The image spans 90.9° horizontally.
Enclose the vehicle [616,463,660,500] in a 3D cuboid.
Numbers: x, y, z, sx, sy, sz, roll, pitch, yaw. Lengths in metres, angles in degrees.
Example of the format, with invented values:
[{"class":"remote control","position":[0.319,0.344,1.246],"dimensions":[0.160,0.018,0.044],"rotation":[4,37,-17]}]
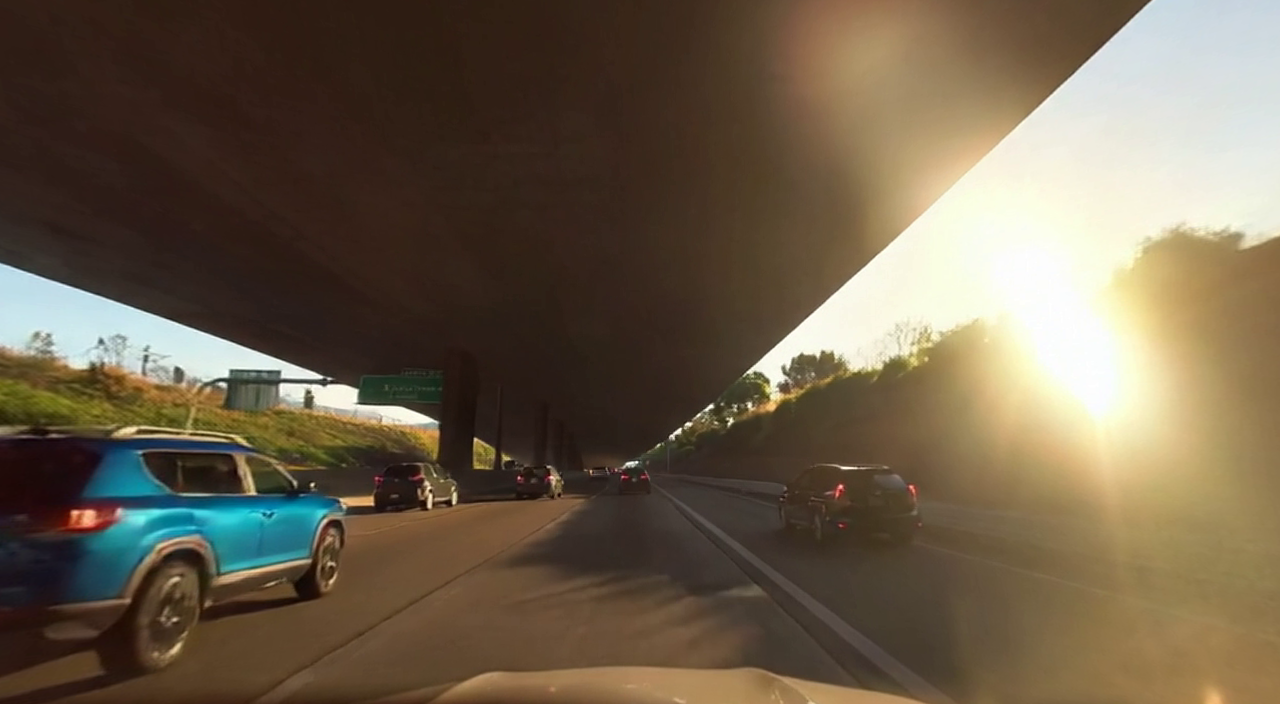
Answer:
[{"class":"vehicle","position":[-0.111,6.229,30.520],"dimensions":[1.992,1.601,3.762],"rotation":[1,-11,0]}]

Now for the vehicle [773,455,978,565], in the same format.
[{"class":"vehicle","position":[3.859,2.677,11.225],"dimensions":[1.992,1.557,4.017],"rotation":[1,-11,-1]}]

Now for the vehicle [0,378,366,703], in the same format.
[{"class":"vehicle","position":[-4.103,1.307,4.765],"dimensions":[2.069,1.699,4.452],"rotation":[1,-11,-1]}]

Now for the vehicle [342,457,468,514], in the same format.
[{"class":"vehicle","position":[-7.242,4.199,20.051],"dimensions":[2.142,1.545,4.708],"rotation":[1,-11,1]}]

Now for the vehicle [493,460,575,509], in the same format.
[{"class":"vehicle","position":[-3.705,4.765,22.914],"dimensions":[2.102,1.521,4.687],"rotation":[1,-11,1]}]
